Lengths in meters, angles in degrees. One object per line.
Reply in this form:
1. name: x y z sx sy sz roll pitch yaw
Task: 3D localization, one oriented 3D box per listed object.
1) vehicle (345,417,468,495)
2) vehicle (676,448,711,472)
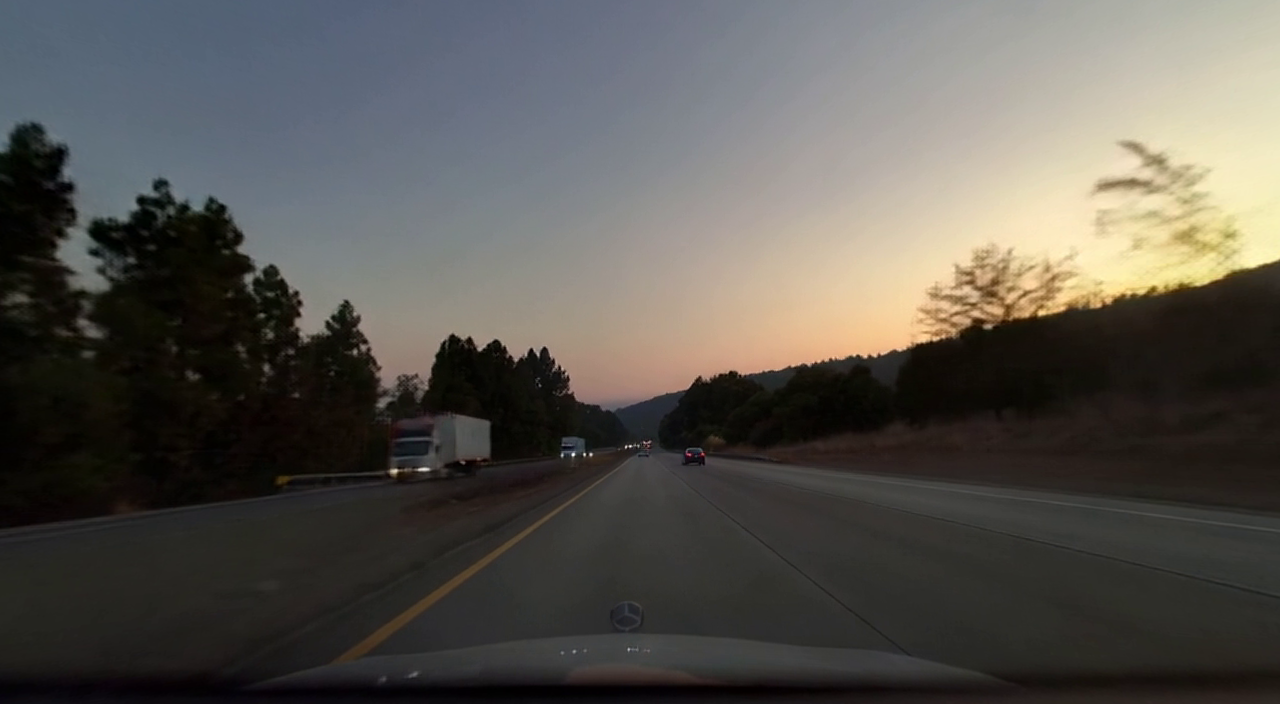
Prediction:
1. vehicle: -12.242 5.610 34.332 2.922 3.619 9.476 0 -9 1
2. vehicle: 3.712 7.605 44.528 2.013 1.584 3.995 0 -9 -1
